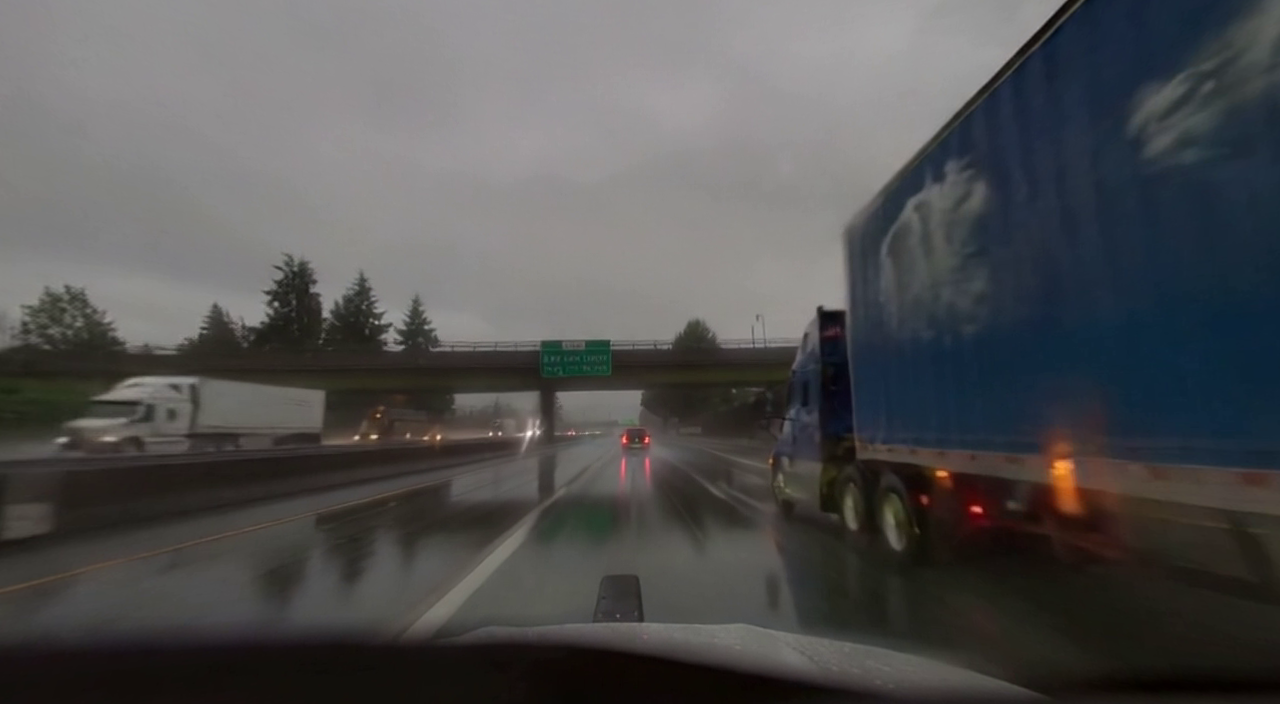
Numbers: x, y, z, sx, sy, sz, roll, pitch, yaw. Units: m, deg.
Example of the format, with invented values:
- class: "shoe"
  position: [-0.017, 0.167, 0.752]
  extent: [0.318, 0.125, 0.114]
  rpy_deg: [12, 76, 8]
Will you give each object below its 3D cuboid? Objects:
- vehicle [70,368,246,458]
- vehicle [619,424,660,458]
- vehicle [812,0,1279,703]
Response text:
- class: "vehicle"
  position: [-23.506, 3.142, 31.351]
  extent: [3.010, 3.948, 6.974]
  rpy_deg: [0, -8, 1]
- class: "vehicle"
  position: [-0.056, 5.298, 37.579]
  extent: [2.277, 1.913, 4.510]
  rpy_deg: [0, -8, -1]
- class: "vehicle"
  position: [4.094, -0.363, 1.839]
  extent: [2.987, 4.021, 14.105]
  rpy_deg: [0, -8, -1]
